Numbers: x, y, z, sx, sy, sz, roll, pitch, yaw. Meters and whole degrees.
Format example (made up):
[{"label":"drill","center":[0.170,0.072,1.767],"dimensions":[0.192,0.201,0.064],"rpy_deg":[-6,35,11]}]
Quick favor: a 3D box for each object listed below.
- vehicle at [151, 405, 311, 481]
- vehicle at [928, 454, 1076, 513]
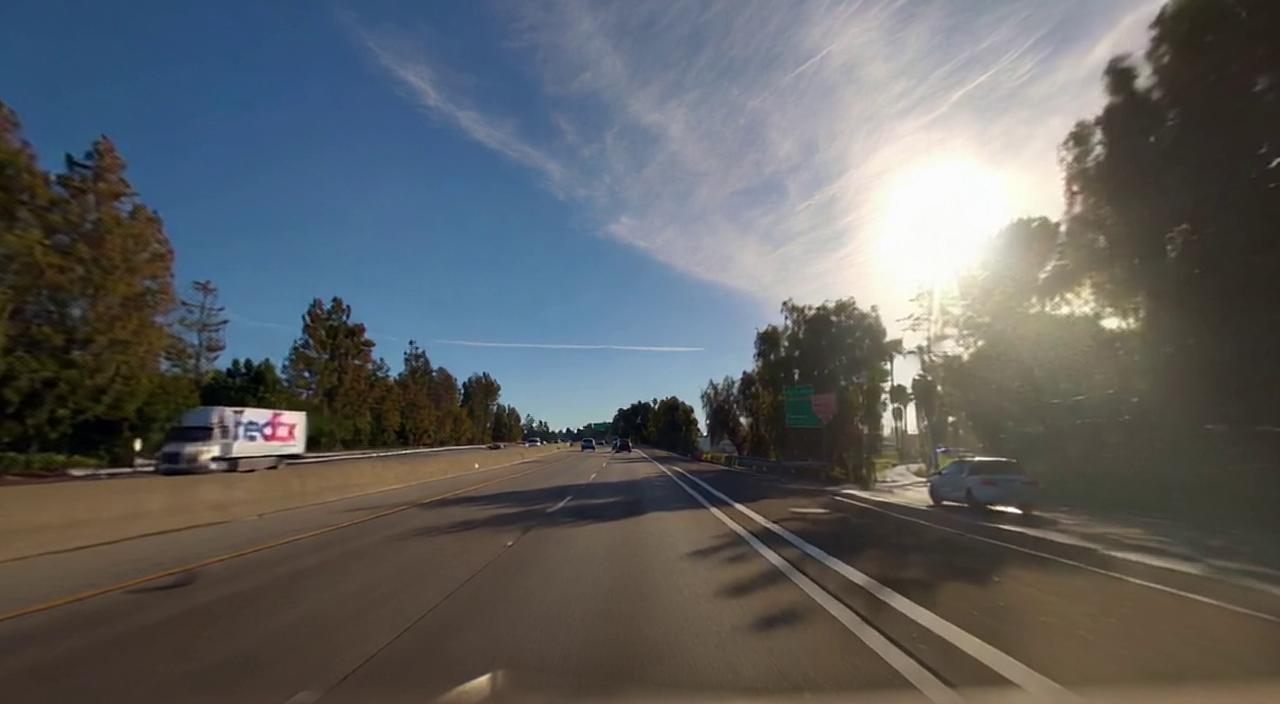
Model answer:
[{"label":"vehicle","center":[-17.779,4.066,27.971],"dimensions":[2.463,2.938,7.002],"rpy_deg":[0,-8,-1]},{"label":"vehicle","center":[10.818,3.948,19.291],"dimensions":[2.037,1.487,4.962],"rpy_deg":[1,-10,6]}]
